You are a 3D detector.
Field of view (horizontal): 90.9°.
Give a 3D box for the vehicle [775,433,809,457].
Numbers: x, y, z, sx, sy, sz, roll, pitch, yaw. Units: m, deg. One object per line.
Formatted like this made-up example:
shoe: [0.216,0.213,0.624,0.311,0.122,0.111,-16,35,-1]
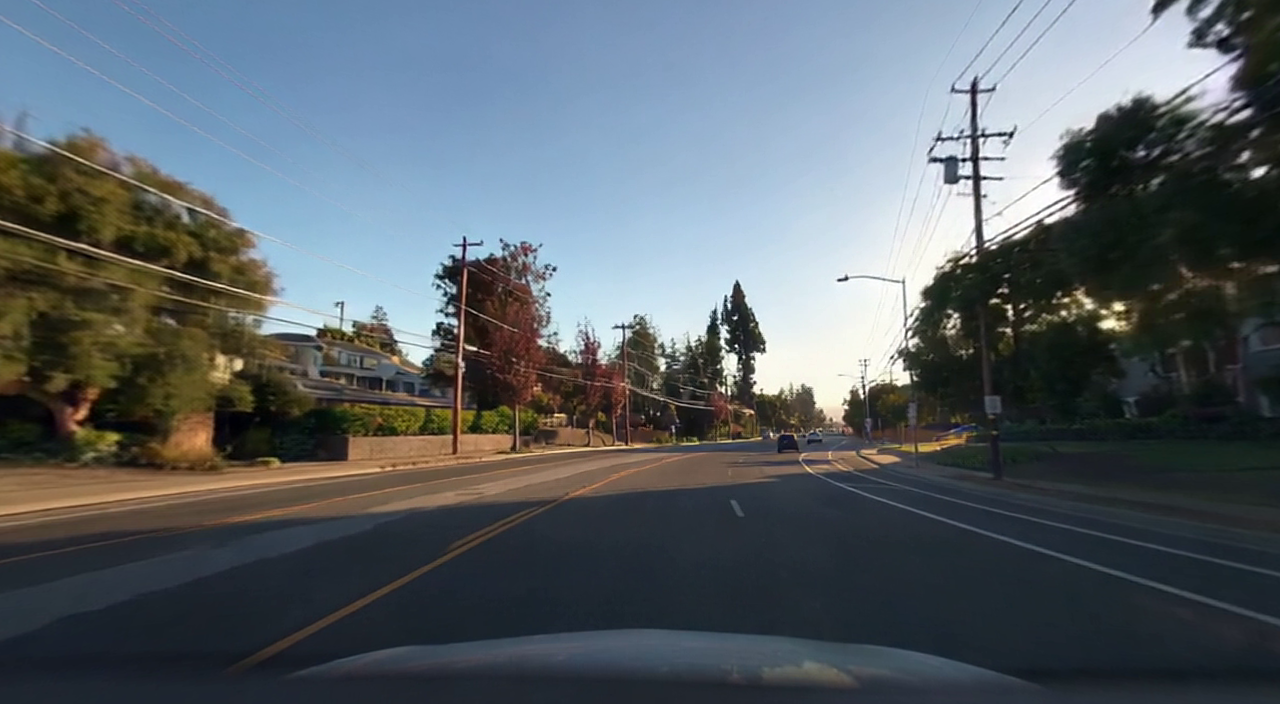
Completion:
vehicle: [9.805,6.028,40.730,1.982,1.451,4.152,-2,-9,13]
